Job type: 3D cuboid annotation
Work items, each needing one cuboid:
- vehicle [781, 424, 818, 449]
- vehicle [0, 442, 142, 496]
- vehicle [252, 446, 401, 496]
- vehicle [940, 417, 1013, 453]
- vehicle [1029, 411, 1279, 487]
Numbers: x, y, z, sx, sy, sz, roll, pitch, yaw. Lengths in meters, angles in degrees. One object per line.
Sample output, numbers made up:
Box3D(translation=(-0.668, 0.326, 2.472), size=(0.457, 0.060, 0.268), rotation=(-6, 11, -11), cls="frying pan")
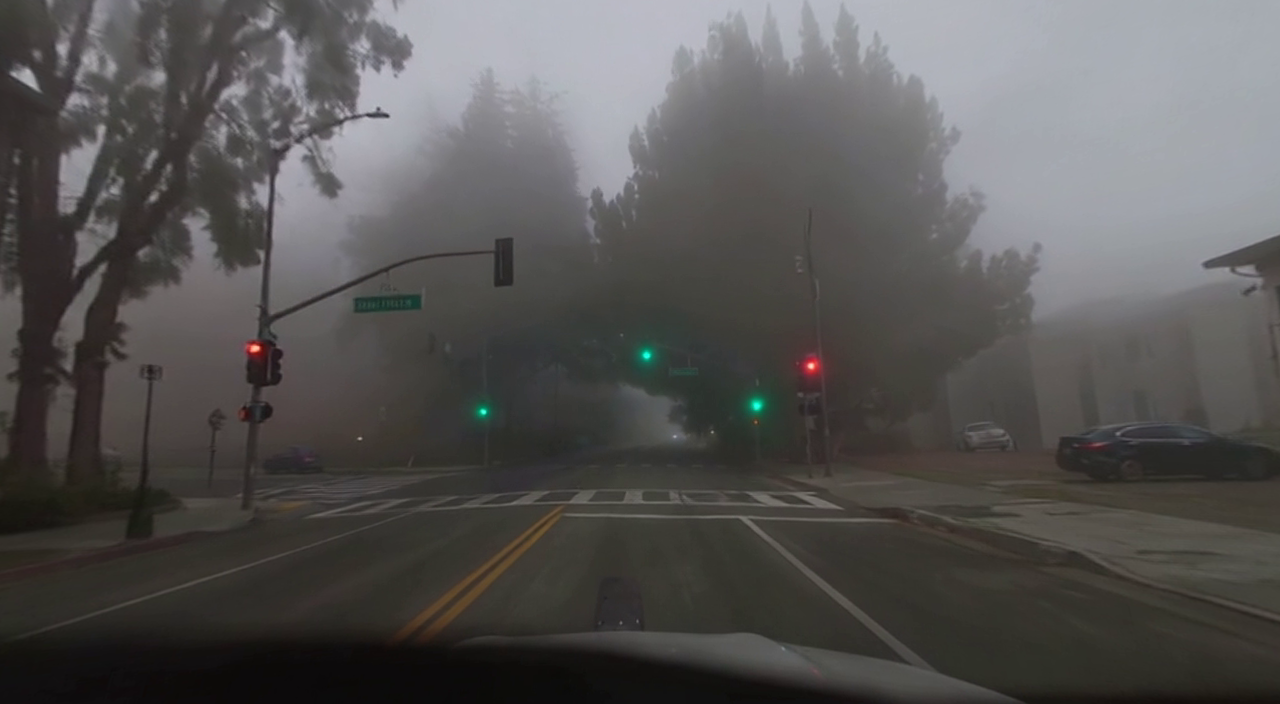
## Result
Box3D(translation=(11.497, 6.171, 45.877), size=(1.950, 1.714, 4.245), rotation=(-1, -9, 6), cls="vehicle")
Box3D(translation=(-22.271, 4.432, 24.008), size=(4.804, 1.842, 2.171), rotation=(-1, -8, -1), cls="vehicle")
Box3D(translation=(-10.226, 3.876, 20.710), size=(4.135, 1.424, 1.945), rotation=(-5, -10, 17), cls="vehicle")
Box3D(translation=(17.112, 4.297, 32.362), size=(2.013, 1.722, 4.007), rotation=(-2, -9, 9), cls="vehicle")
Box3D(translation=(12.762, 2.366, 15.617), size=(4.908, 1.521, 2.108), rotation=(-2, -8, -4), cls="vehicle")
